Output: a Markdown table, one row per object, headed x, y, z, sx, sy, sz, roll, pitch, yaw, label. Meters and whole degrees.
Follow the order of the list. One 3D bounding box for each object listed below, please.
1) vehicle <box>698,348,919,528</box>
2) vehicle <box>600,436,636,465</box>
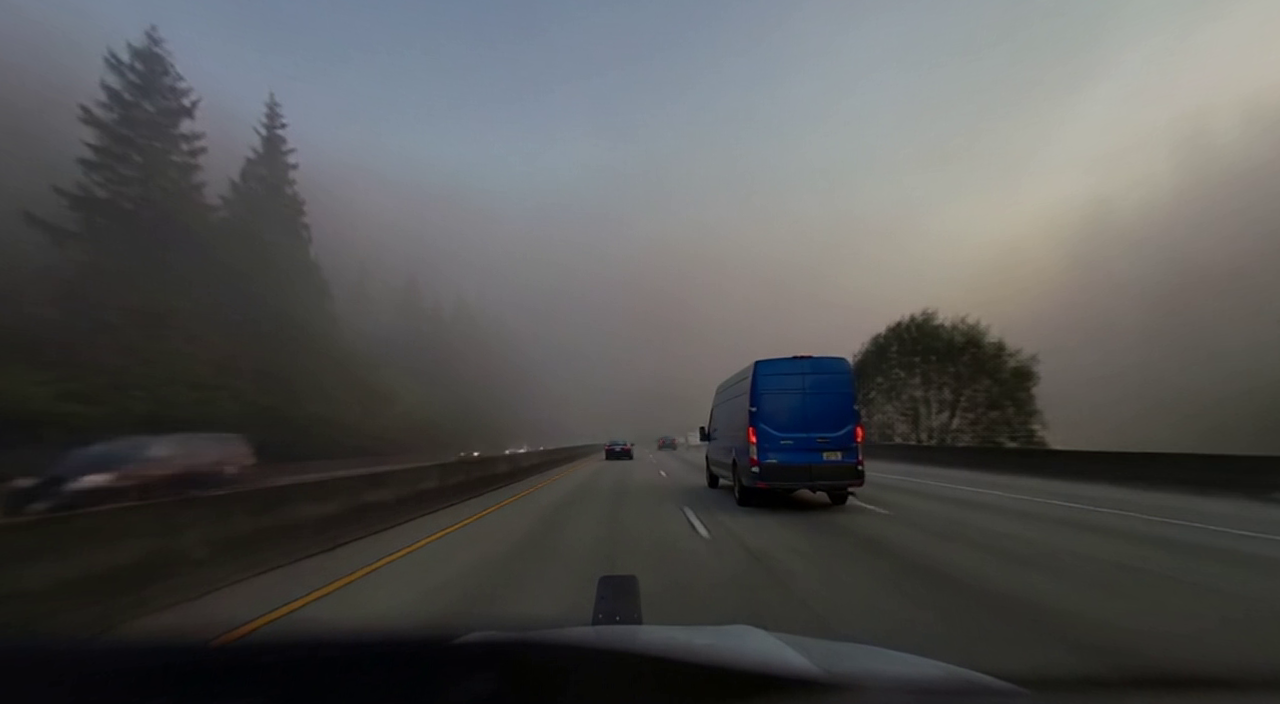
| x | y | z | sx | sy | sz | roll | pitch | yaw | label |
| --- | --- | --- | --- | --- | --- | --- | --- | --- | --- |
| 2.751 | 1.714 | 12.718 | 2.416 | 2.595 | 7.243 | 0 | -8 | 0 | vehicle |
| -1.196 | 5.468 | 35.217 | 1.900 | 1.524 | 4.324 | 0 | -8 | -1 | vehicle |
